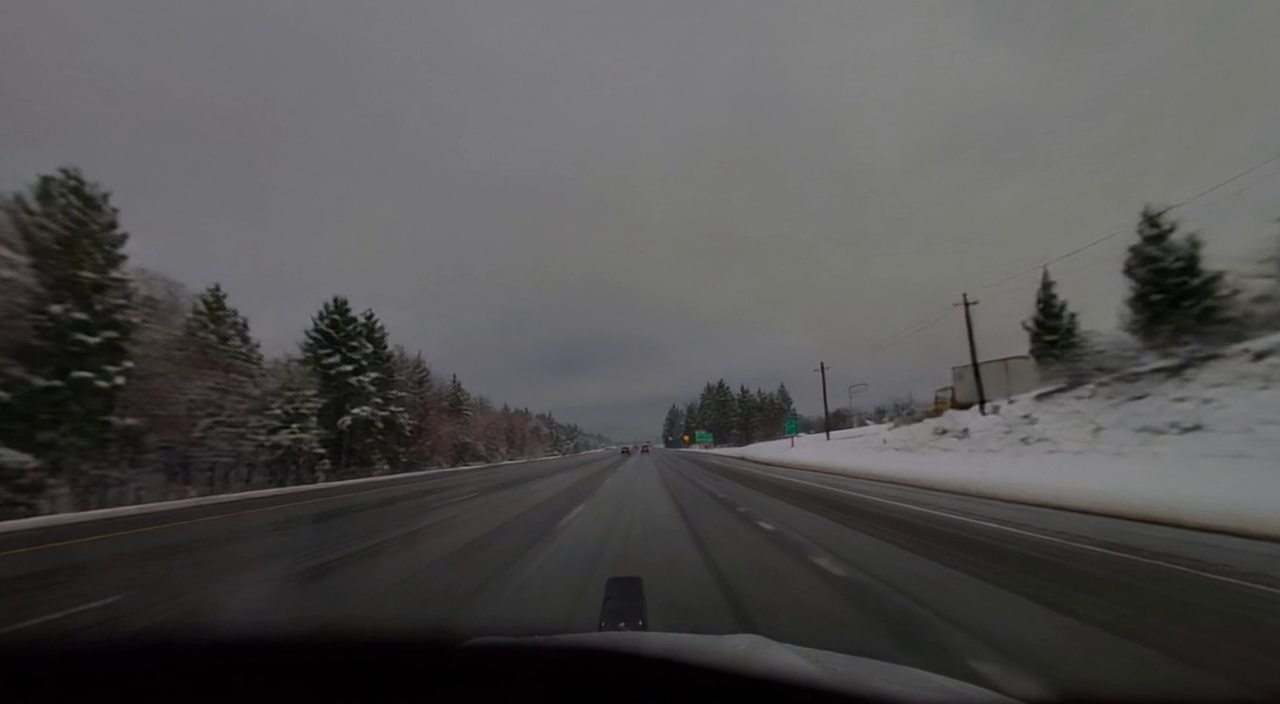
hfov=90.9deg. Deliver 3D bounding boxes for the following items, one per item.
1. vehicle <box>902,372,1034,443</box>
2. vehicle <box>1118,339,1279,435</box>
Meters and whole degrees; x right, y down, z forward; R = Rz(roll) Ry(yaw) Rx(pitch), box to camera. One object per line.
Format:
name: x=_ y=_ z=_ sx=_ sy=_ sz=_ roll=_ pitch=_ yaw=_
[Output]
vehicle: x=17.195 y=3.162 z=33.850 sx=2.821 sy=3.355 sz=7.583 roll=0 pitch=-8 yaw=-1
vehicle: x=24.786 y=1.723 z=26.291 sx=3.216 sy=3.341 sz=8.290 roll=0 pitch=-8 yaw=1
